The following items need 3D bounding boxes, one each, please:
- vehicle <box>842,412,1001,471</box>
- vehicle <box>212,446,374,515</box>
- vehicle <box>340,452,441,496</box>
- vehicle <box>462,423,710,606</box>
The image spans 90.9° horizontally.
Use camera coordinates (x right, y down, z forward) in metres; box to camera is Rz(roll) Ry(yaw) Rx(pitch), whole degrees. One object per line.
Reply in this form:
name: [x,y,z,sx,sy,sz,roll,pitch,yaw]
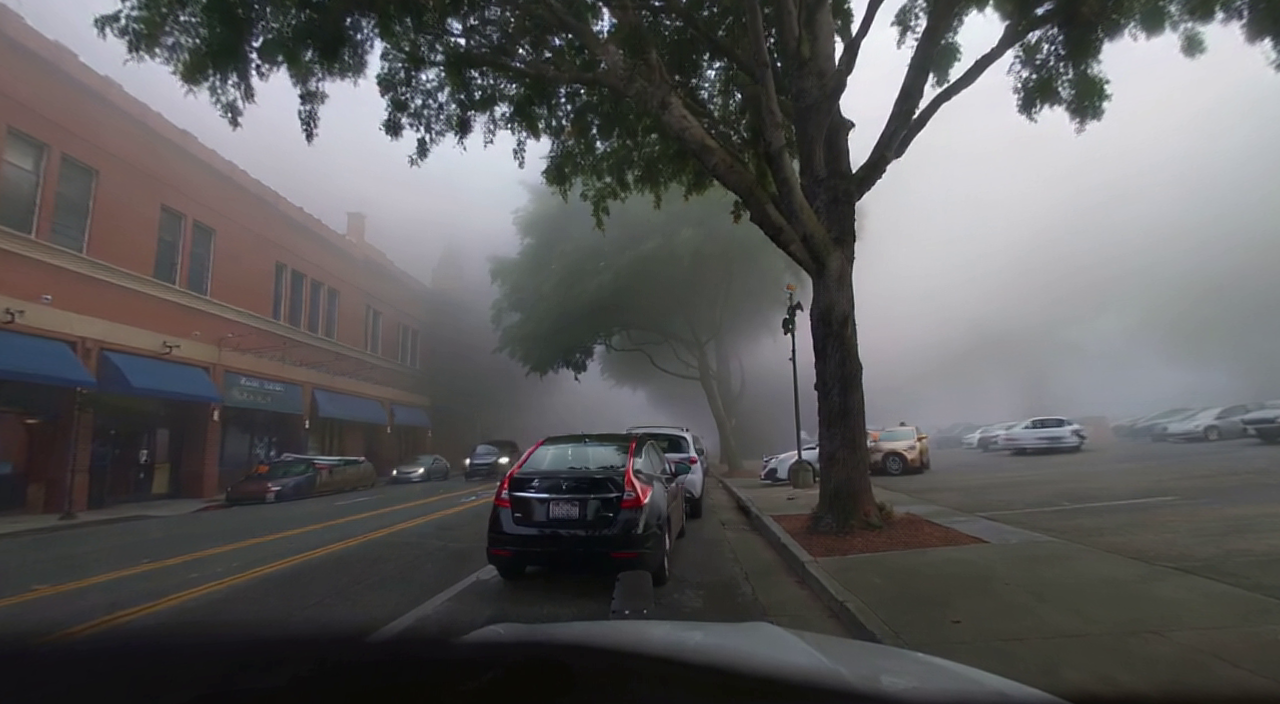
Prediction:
vehicle: [9.013,2.831,20.216,4.558,1.528,1.915,0,-8,-23]
vehicle: [-11.005,4.065,20.585,2.081,1.718,5.342,-6,-9,3]
vehicle: [-10.255,5.029,26.276,1.826,1.432,4.556,-7,-9,8]
vehicle: [-0.271,1.636,7.290,1.939,1.478,3.922,-2,-8,9]
